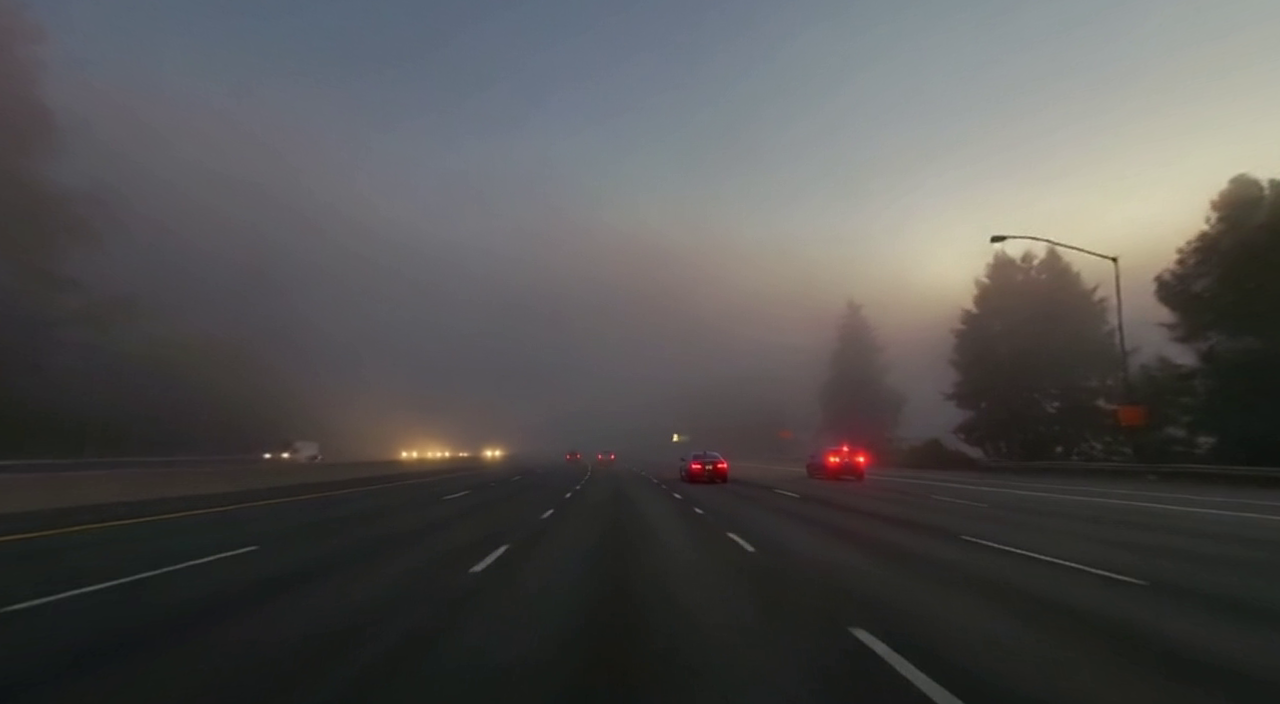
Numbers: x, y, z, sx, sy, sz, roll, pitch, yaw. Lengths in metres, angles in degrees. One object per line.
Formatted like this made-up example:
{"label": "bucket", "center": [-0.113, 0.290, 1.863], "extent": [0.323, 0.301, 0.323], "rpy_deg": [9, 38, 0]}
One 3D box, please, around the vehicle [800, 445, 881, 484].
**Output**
{"label": "vehicle", "center": [9.175, 5.195, 29.285], "extent": [1.909, 1.634, 4.739], "rpy_deg": [0, -9, -3]}

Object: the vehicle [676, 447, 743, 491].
{"label": "vehicle", "center": [2.635, 4.561, 24.780], "extent": [1.975, 1.562, 3.823], "rpy_deg": [0, -9, -3]}
